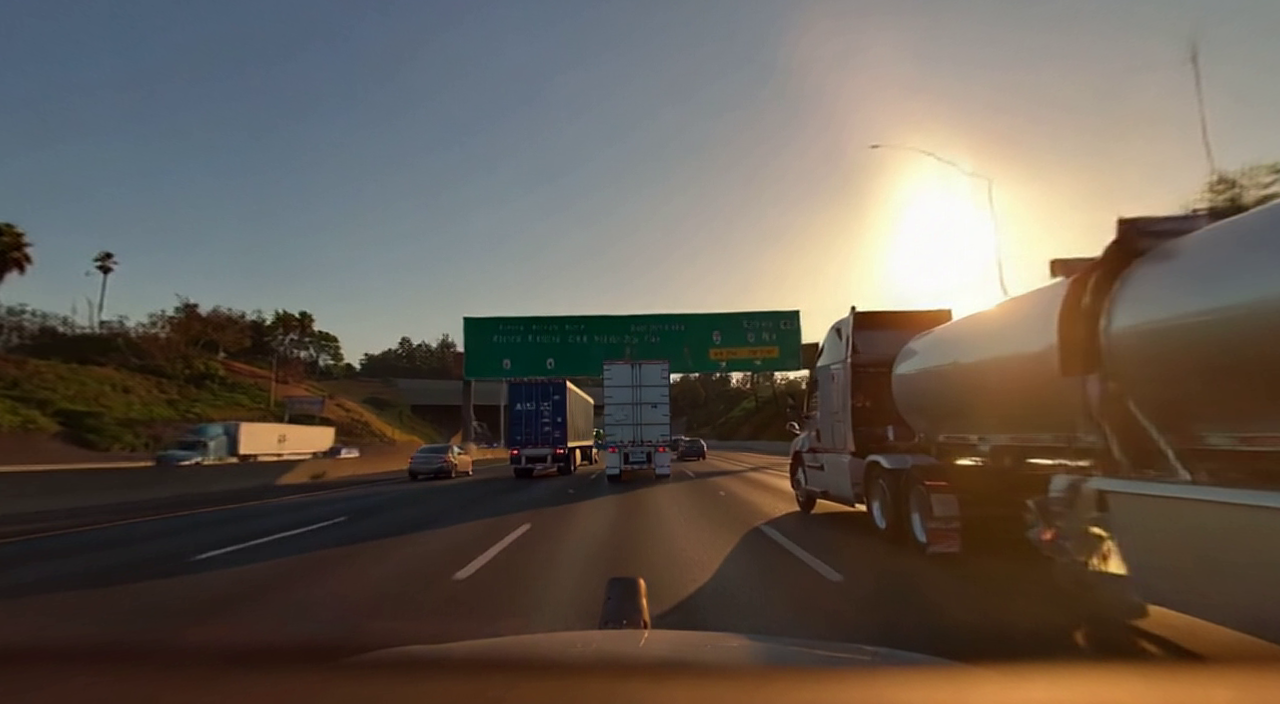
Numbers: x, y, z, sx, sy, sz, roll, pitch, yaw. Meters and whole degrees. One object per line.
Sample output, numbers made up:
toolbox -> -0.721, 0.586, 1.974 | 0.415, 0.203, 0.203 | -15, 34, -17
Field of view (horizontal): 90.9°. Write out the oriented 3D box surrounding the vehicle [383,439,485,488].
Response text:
vehicle -> -6.884, 3.755, 21.598 | 1.916, 1.465, 4.451 | 0, -8, 1

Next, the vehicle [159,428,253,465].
vehicle -> -31.495, 6.890, 46.101 | 2.951, 2.494, 5.437 | 0, -8, 0

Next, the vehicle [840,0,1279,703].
vehicle -> 4.278, -0.382, 1.783 | 2.887, 4.178, 14.553 | 0, -8, 1

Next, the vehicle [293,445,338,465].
vehicle -> -24.331, 7.718, 47.359 | 1.495, 1.363, 3.346 | -1, -8, 1

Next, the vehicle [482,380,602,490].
vehicle -> -3.222, 3.244, 24.278 | 2.786, 3.228, 11.082 | 0, -8, 0

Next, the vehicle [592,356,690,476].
vehicle -> 0.056, 3.456, 29.385 | 3.097, 3.856, 18.209 | -1, -9, 0
